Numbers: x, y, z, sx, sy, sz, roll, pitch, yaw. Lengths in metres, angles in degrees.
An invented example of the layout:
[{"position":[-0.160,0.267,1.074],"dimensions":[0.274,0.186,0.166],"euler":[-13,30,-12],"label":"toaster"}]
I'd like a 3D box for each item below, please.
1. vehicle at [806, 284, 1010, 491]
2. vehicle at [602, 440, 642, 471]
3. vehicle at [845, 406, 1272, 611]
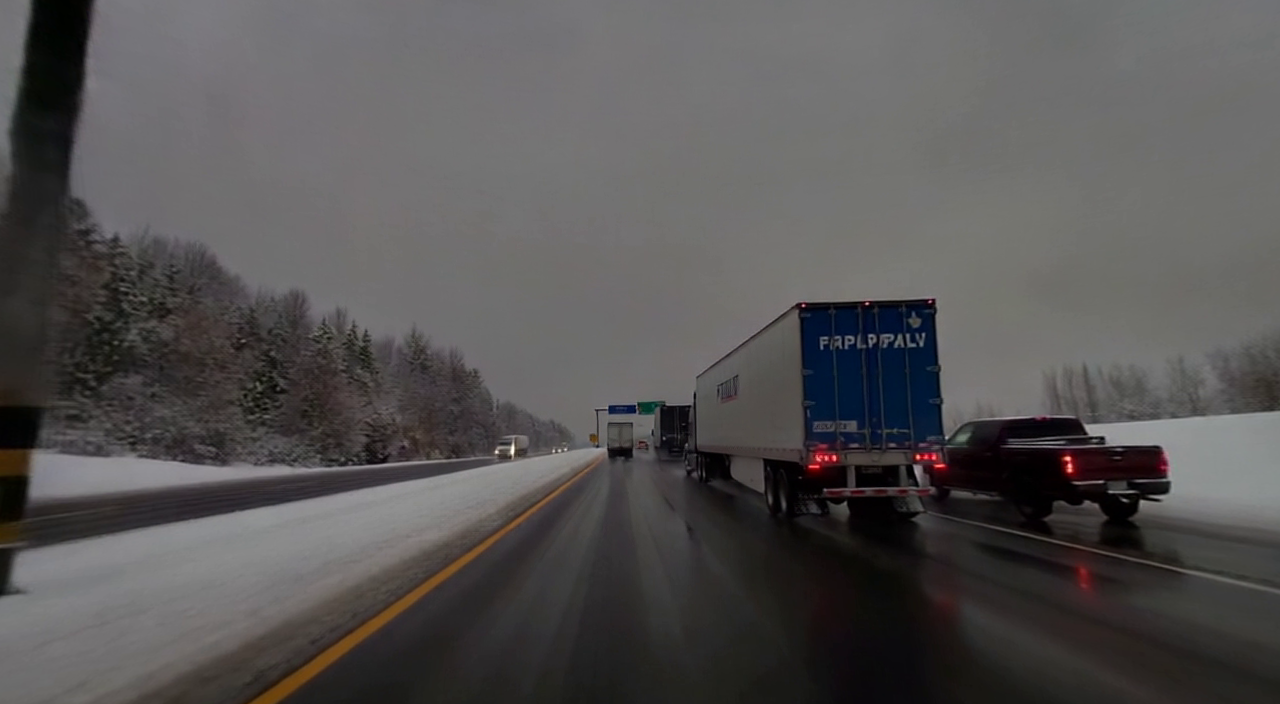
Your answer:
[{"position":[4.201,0.625,10.323],"dimensions":[2.244,3.047,2.035],"euler":[0,-8,-2],"label":"vehicle"},{"position":[-0.943,5.309,32.459],"dimensions":[1.943,1.491,3.459],"euler":[0,-8,-2],"label":"vehicle"},{"position":[4.543,1.449,6.786],"dimensions":[4.253,1.543,2.045],"euler":[4,-9,-30],"label":"vehicle"}]
